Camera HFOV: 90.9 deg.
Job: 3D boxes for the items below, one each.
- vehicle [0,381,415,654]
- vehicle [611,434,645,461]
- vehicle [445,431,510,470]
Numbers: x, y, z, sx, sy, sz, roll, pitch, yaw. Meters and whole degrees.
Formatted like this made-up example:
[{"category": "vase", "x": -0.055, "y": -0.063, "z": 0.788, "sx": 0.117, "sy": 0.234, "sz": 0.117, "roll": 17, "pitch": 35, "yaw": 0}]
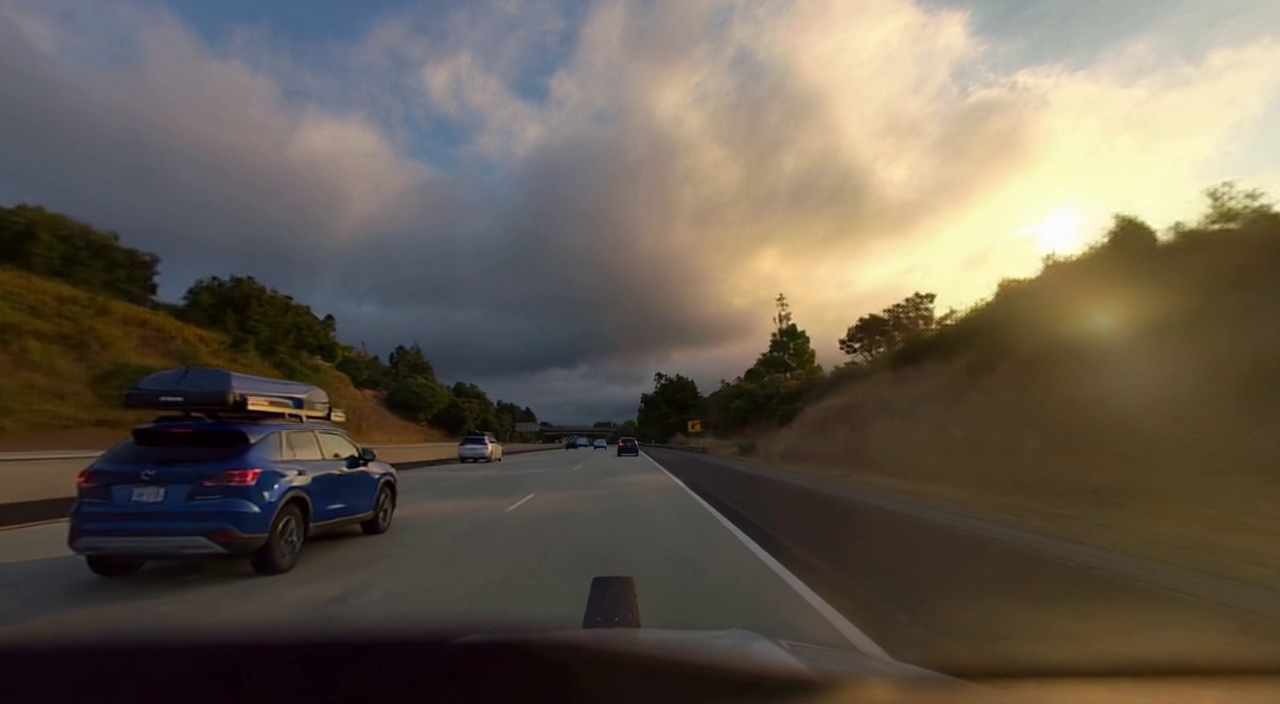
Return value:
[{"category": "vehicle", "x": -4.172, "y": 1.369, "z": 6.441, "sx": 2.069, "sy": 1.748, "sz": 4.652, "roll": 0, "pitch": -8, "yaw": -1}, {"category": "vehicle", "x": -0.775, "y": 6.357, "z": 42.111, "sx": 2.178, "sy": 1.658, "sz": 3.916, "roll": 0, "pitch": -8, "yaw": -1}, {"category": "vehicle", "x": -7.758, "y": 4.732, "z": 30.588, "sx": 1.964, "sy": 1.745, "sz": 4.338, "roll": 0, "pitch": -8, "yaw": 1}]
